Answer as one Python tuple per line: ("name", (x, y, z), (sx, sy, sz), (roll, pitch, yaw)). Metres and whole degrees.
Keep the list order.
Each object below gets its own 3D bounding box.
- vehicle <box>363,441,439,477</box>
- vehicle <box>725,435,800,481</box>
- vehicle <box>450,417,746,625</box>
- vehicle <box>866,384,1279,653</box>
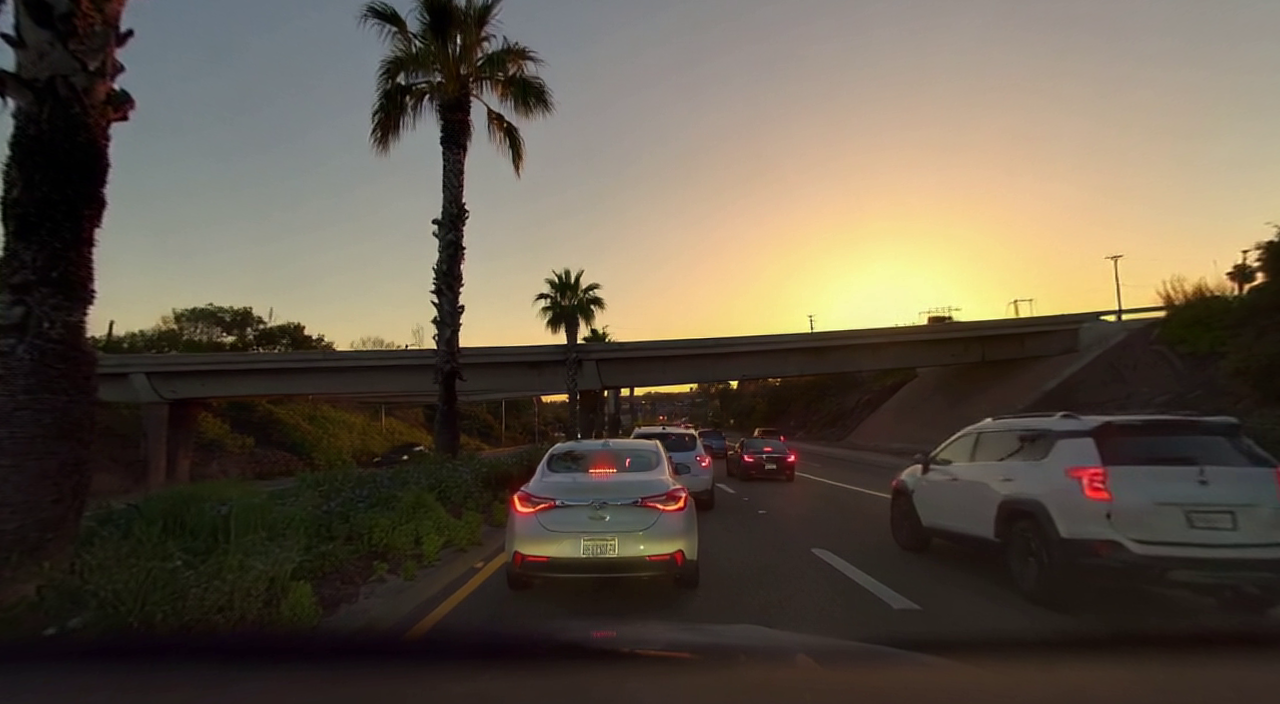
("vehicle", (-11.967, 5.367, 31.755), (2.084, 1.704, 4.485), (0, -8, -1))
("vehicle", (4.455, 3.923, 23.541), (2.034, 1.517, 4.840), (0, -9, 3))
("vehicle", (-0.258, 1.544, 6.690), (2.172, 1.506, 4.018), (0, -9, 2))
("vehicle", (4.151, 1.350, 6.222), (2.149, 1.609, 4.807), (0, -9, 2))
